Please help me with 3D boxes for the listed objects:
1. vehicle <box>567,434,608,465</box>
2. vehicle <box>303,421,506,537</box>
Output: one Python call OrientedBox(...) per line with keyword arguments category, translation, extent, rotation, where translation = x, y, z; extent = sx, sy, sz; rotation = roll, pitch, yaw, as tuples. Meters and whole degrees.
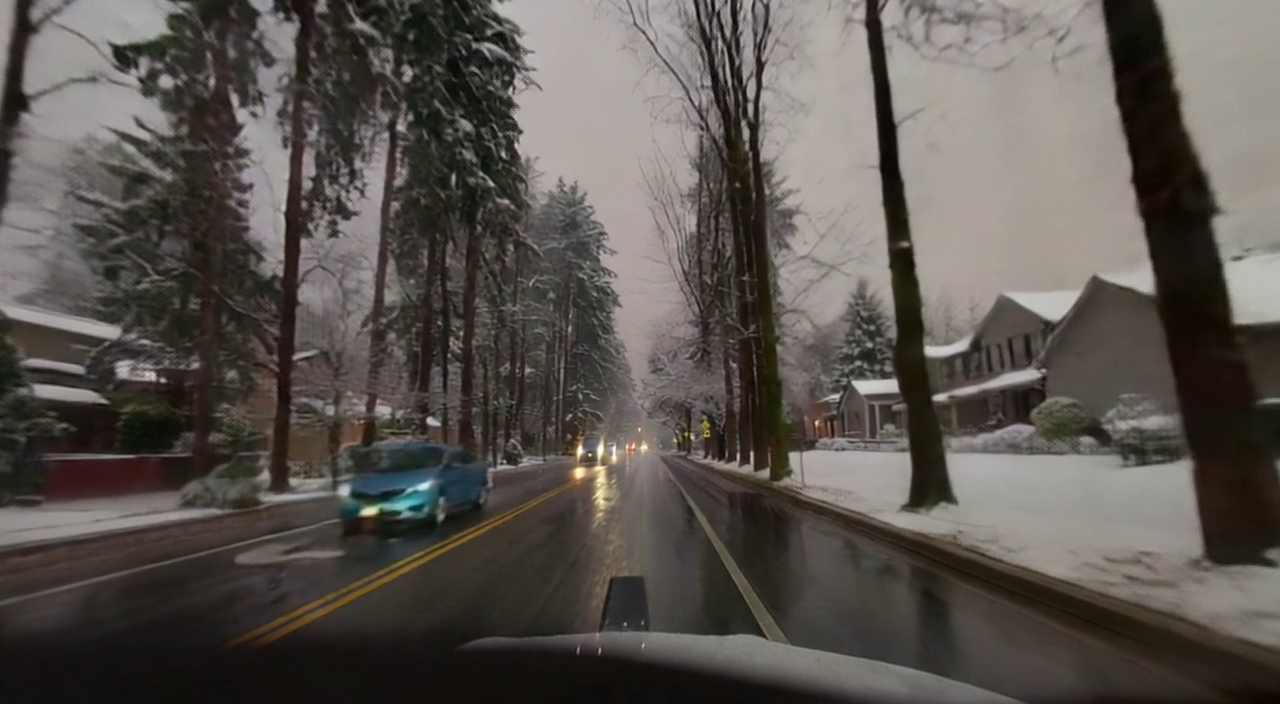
OrientedBox(category="vehicle", translation=(-3.781, 7.172, 46.651), extent=(2.417, 2.088, 5.780), rotation=(0, -8, 1))
OrientedBox(category="vehicle", translation=(-4.178, 2.315, 12.185), extent=(2.041, 1.780, 4.618), rotation=(0, -8, 1))
